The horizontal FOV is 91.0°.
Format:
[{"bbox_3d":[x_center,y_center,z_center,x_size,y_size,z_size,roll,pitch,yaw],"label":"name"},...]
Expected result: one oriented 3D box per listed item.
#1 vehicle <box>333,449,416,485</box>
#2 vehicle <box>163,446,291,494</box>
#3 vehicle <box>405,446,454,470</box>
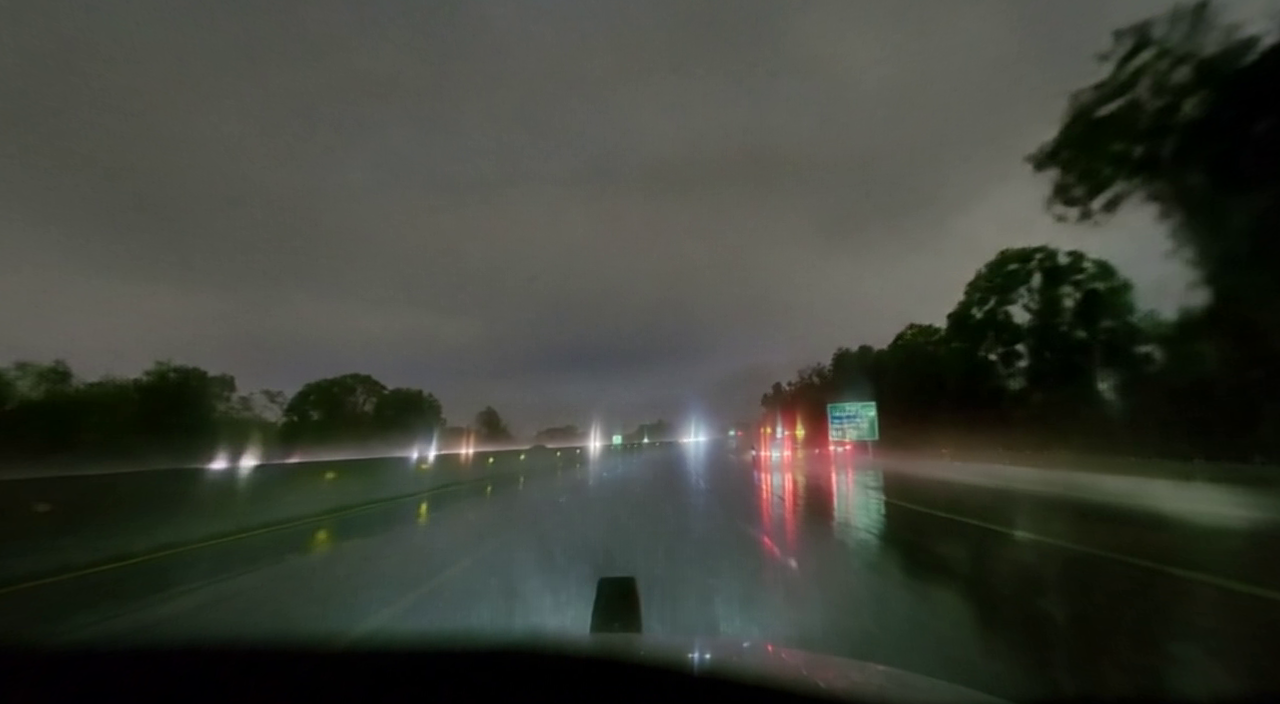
[{"bbox_3d":[-11.969,5.201,28.681,1.934,1.465,3.798,-1,-8,3],"label":"vehicle"},{"bbox_3d":[-16.151,4.591,24.945,2.038,1.667,4.222,-1,-8,3],"label":"vehicle"},{"bbox_3d":[-15.382,7.733,46.155,1.905,1.670,4.244,-1,-8,3],"label":"vehicle"}]
